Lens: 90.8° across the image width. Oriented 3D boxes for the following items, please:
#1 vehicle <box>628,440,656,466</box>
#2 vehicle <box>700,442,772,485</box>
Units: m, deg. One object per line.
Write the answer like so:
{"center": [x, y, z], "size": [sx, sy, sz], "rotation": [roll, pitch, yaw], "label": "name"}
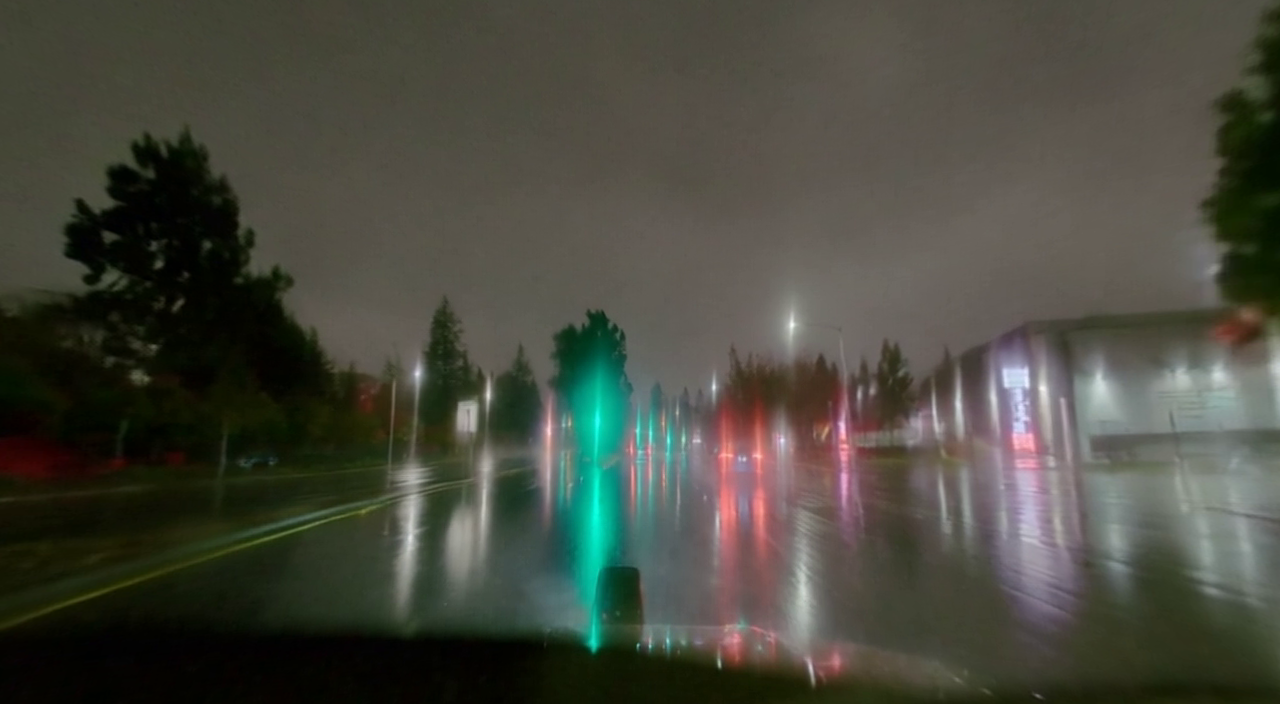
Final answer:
{"center": [0.101, 7.375, 46.322], "size": [1.988, 1.800, 4.322], "rotation": [0, -9, -1], "label": "vehicle"}
{"center": [3.644, 4.325, 24.838], "size": [1.948, 1.479, 4.620], "rotation": [0, -9, -2], "label": "vehicle"}
